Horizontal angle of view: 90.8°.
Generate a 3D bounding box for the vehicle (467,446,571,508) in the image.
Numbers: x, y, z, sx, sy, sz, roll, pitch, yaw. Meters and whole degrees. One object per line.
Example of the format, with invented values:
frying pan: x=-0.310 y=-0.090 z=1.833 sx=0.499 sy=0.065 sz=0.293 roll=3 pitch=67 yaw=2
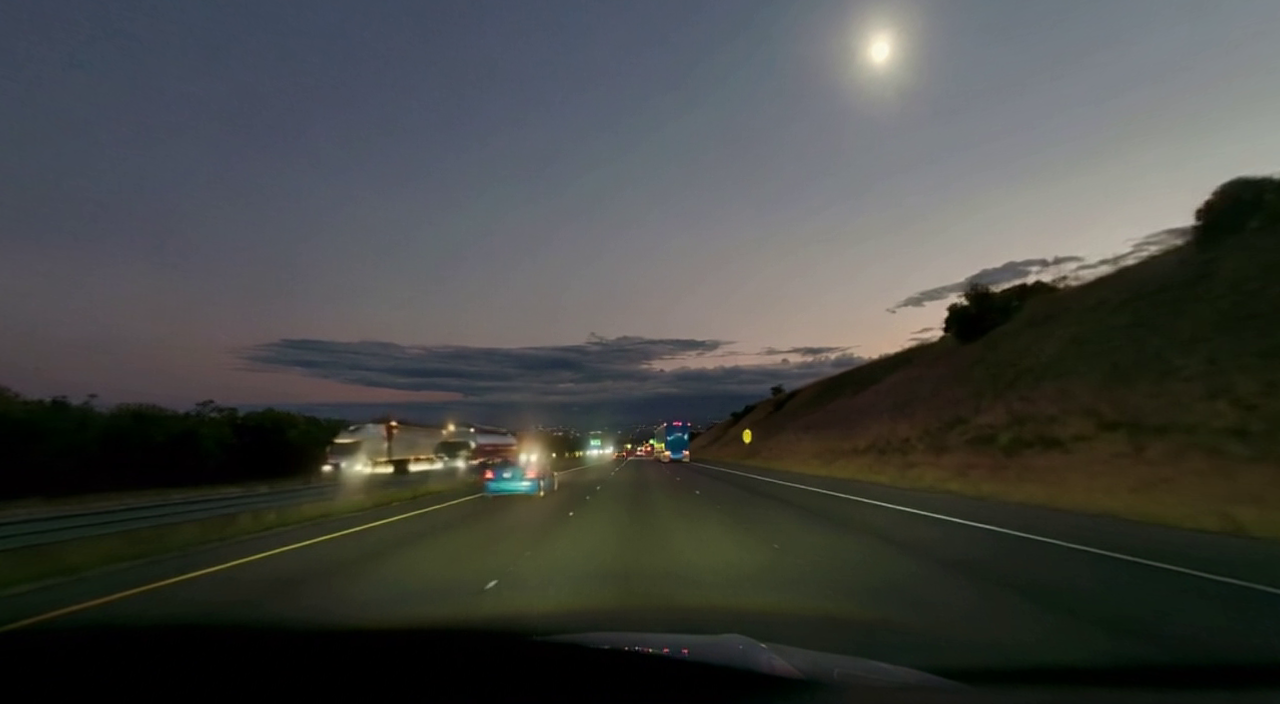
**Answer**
vehicle: x=-3.171 y=3.369 z=17.423 sx=2.013 sy=1.498 sz=3.908 roll=-1 pitch=-9 yaw=1
